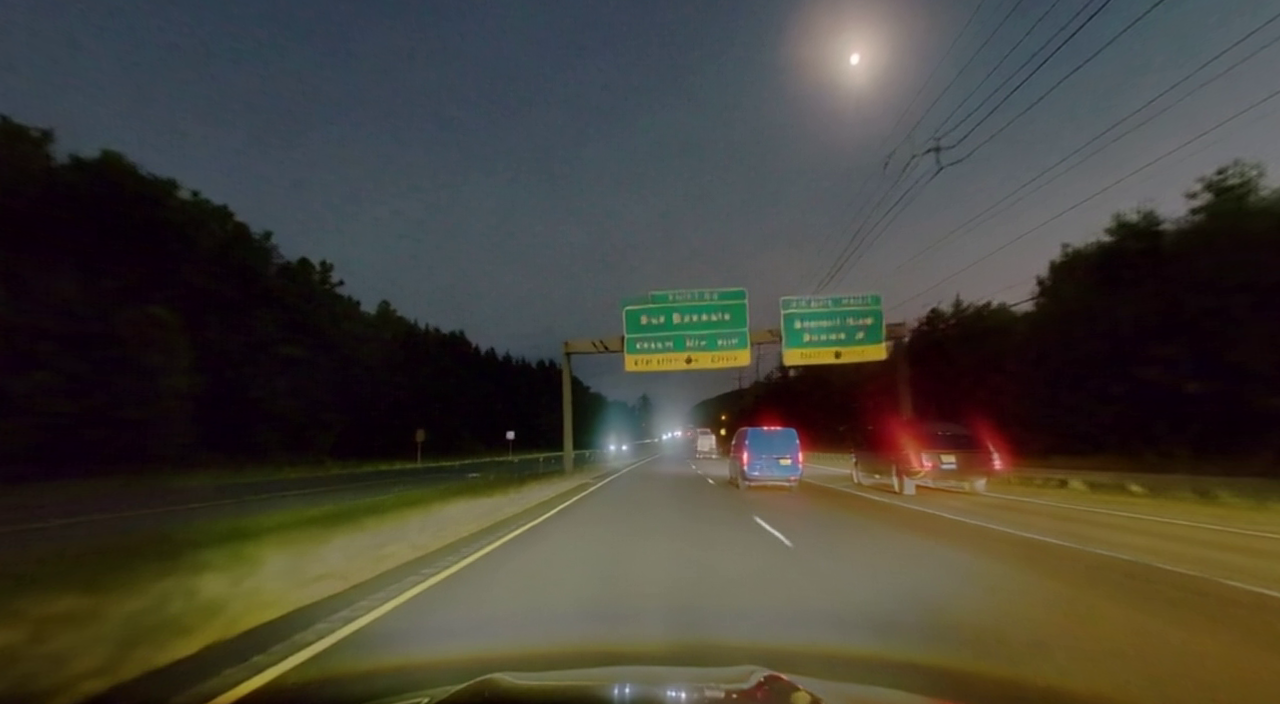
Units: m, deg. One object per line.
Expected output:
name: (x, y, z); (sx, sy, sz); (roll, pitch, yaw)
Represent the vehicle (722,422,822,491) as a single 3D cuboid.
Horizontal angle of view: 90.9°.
vehicle: (4.148, 3.428, 20.795); (2.261, 1.969, 5.104); (0, -9, 1)
